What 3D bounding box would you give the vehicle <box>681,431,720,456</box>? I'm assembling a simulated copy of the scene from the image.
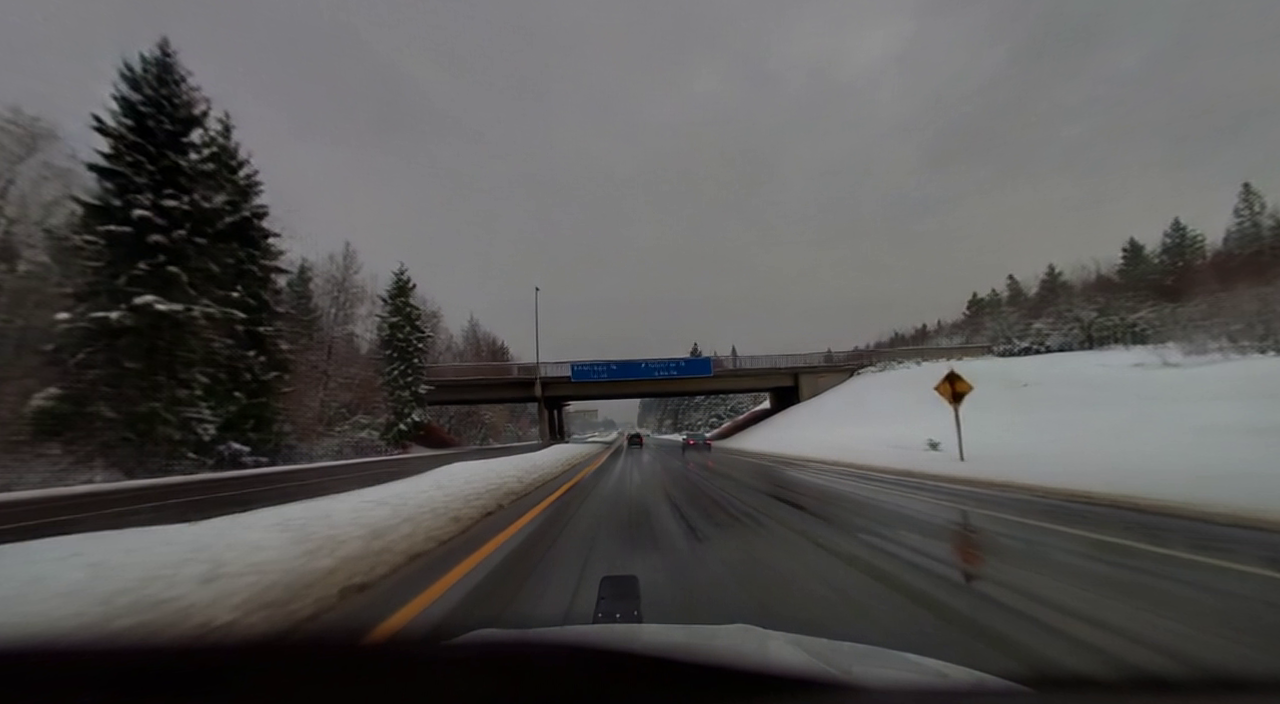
[{"bbox_3d":[3.927,6.030,41.669,2.010,1.526,4.438,0,-8,-2],"label":"vehicle"}]
